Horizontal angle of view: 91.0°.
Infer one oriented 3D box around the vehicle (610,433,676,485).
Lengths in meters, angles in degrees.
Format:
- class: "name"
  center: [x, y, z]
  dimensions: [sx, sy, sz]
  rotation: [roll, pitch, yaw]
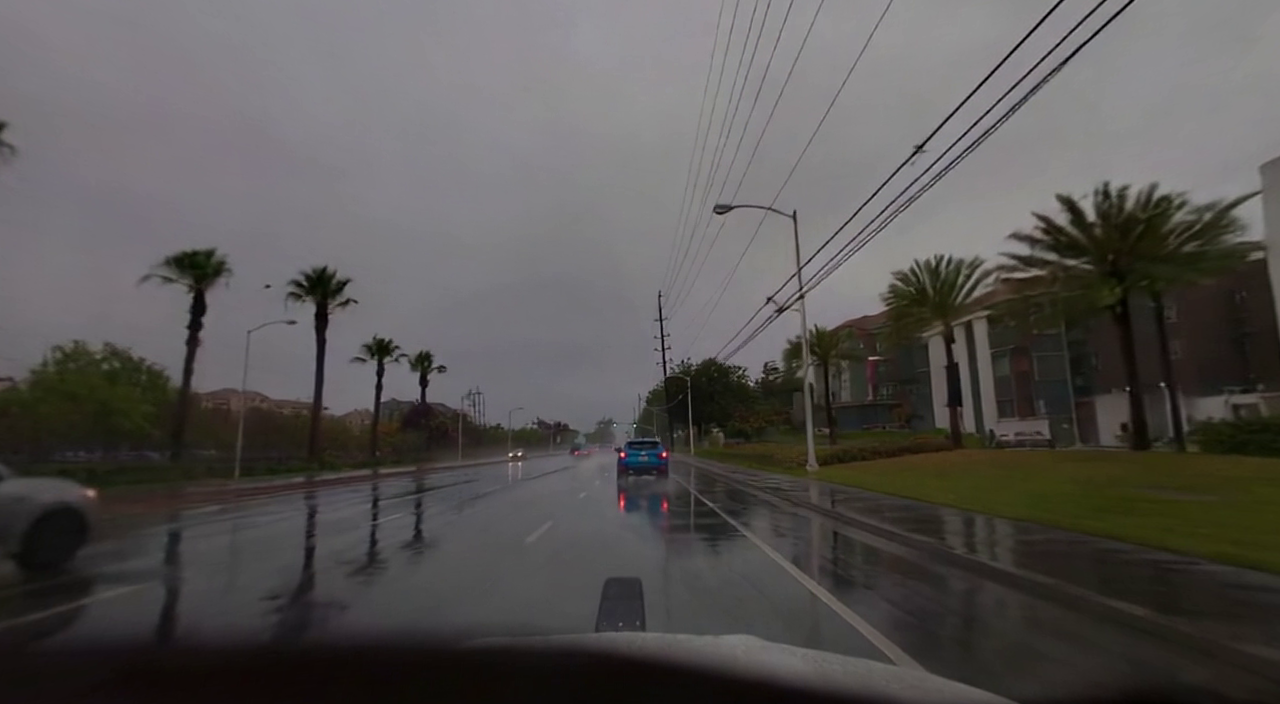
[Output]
- class: "vehicle"
  center: [0.088, 3.858, 22.987]
  dimensions: [2.198, 1.706, 4.166]
  rotation: [0, -9, 0]
